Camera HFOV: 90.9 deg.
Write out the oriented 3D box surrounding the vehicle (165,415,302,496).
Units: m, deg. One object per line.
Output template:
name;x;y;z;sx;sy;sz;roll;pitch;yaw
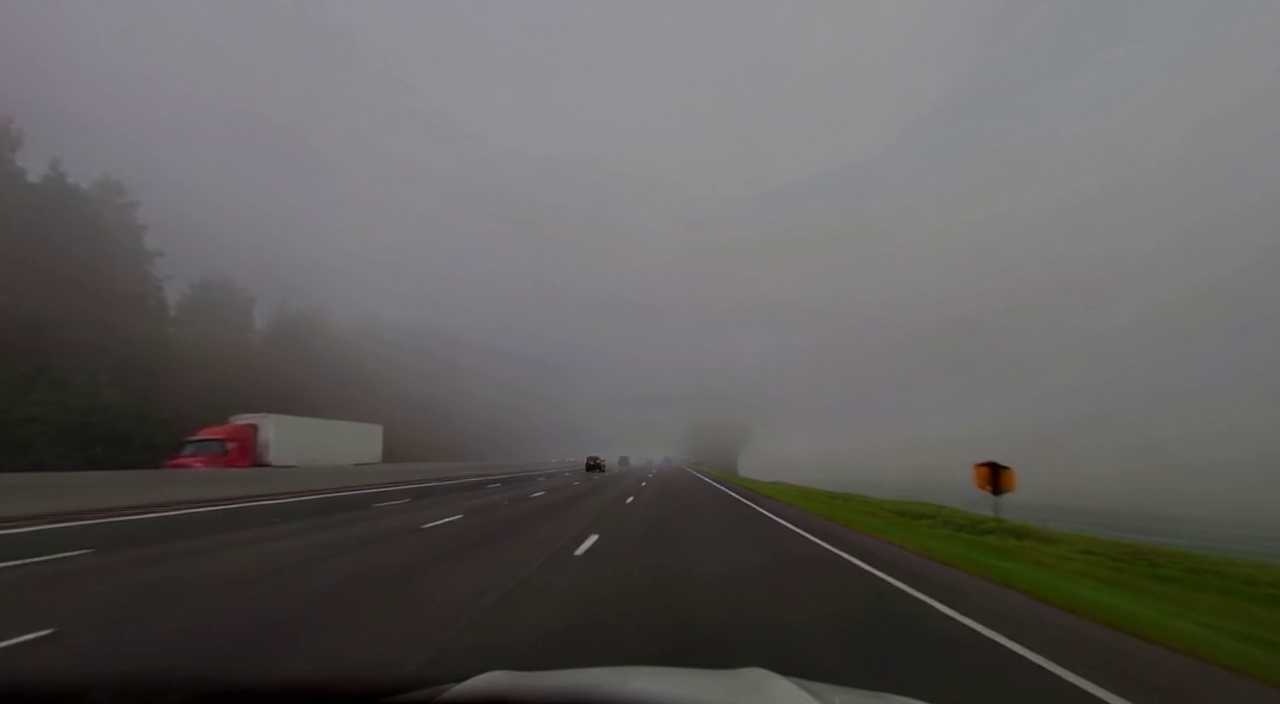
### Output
vehicle;-20.951;5.398;32.972;2.894;3.817;5.897;-1;-9;2
